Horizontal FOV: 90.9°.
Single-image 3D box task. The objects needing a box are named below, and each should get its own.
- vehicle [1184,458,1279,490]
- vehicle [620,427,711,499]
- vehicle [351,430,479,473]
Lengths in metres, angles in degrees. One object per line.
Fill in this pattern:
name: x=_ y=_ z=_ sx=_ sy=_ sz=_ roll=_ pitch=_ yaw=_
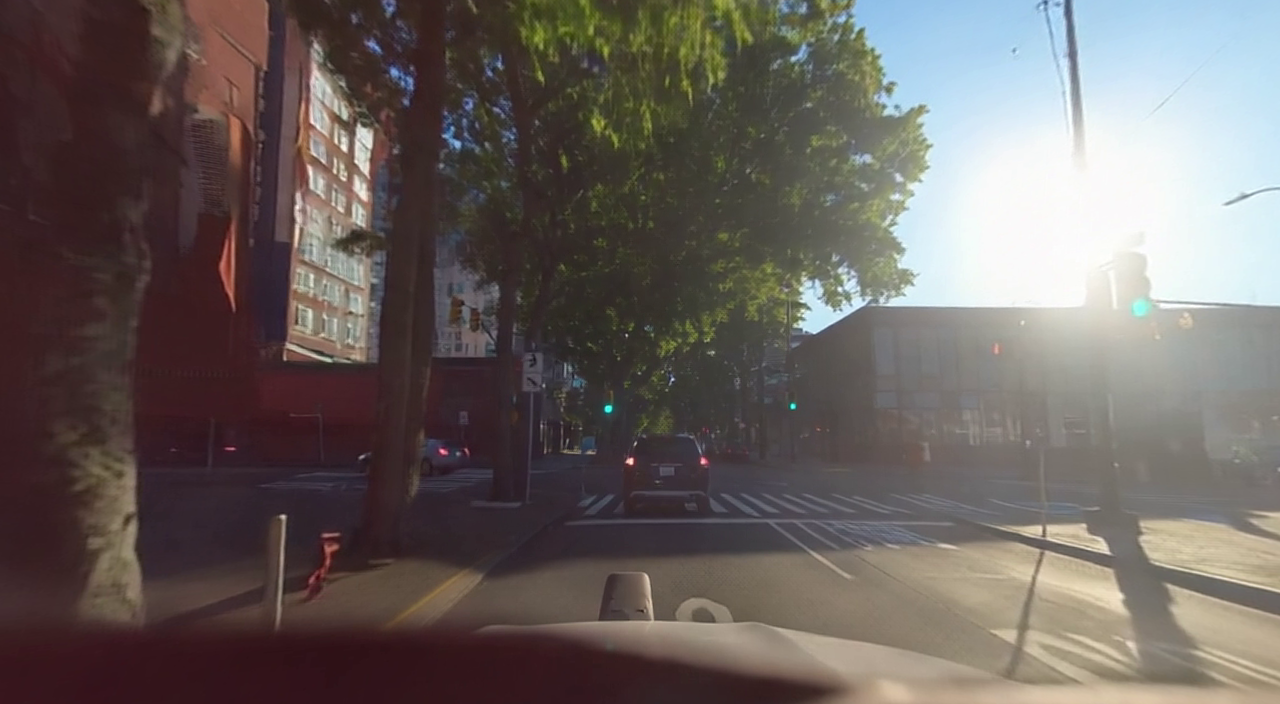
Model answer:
vehicle: x=30.423 y=6.081 z=31.557 sx=4.668 sy=1.441 sz=1.904 roll=0 pitch=-8 yaw=-4
vehicle: x=0.659 y=2.831 z=16.438 sx=2.079 sy=1.621 sz=3.861 roll=-1 pitch=-8 yaw=2
vehicle: x=-8.633 y=3.809 z=24.236 sx=4.282 sy=1.519 sz=2.077 roll=-4 pitch=-9 yaw=21
